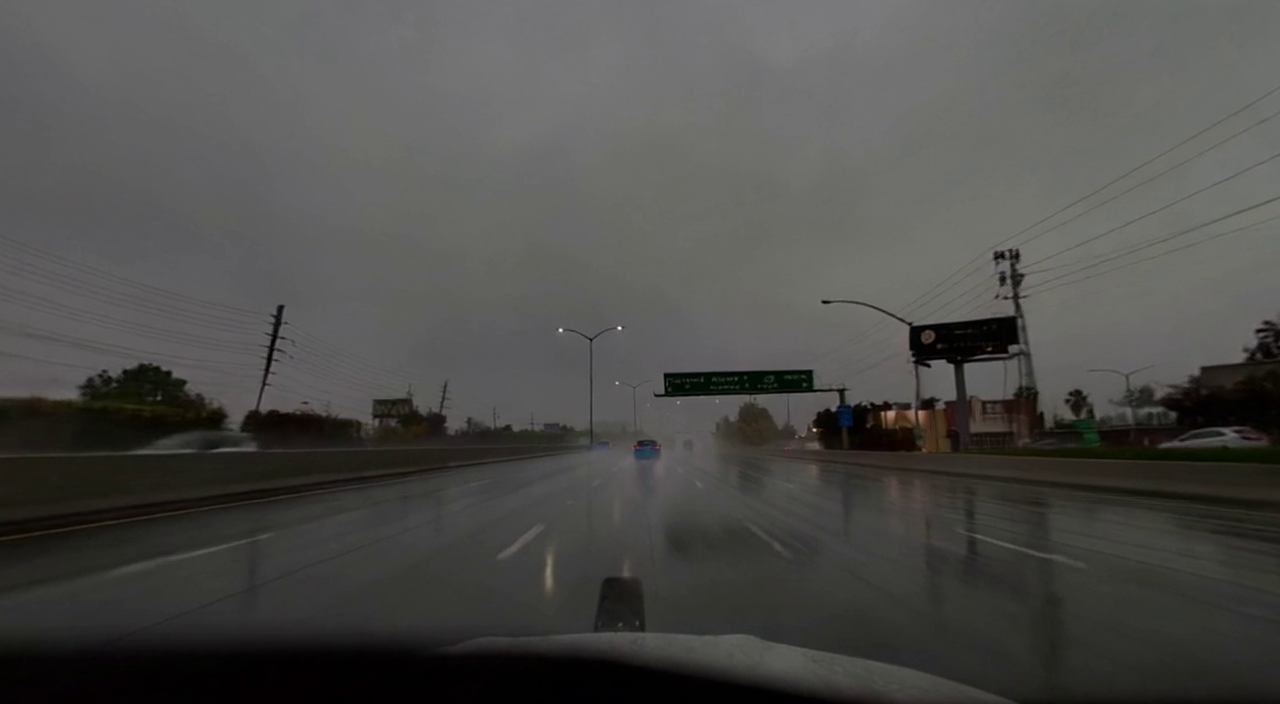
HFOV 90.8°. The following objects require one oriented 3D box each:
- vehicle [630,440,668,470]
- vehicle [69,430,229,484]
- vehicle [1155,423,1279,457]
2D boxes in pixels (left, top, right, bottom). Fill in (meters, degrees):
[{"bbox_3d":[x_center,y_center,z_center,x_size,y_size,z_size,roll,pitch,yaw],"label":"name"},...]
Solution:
[{"bbox_3d":[0.533,5.883,36.209,2.074,1.574,3.971,0,-8,1],"label":"vehicle"},{"bbox_3d":[-15.633,3.362,20.429,1.895,1.554,3.965,-1,-8,1],"label":"vehicle"},{"bbox_3d":[27.794,4.237,30.210,2.072,1.495,4.732,0,-8,-4],"label":"vehicle"}]
